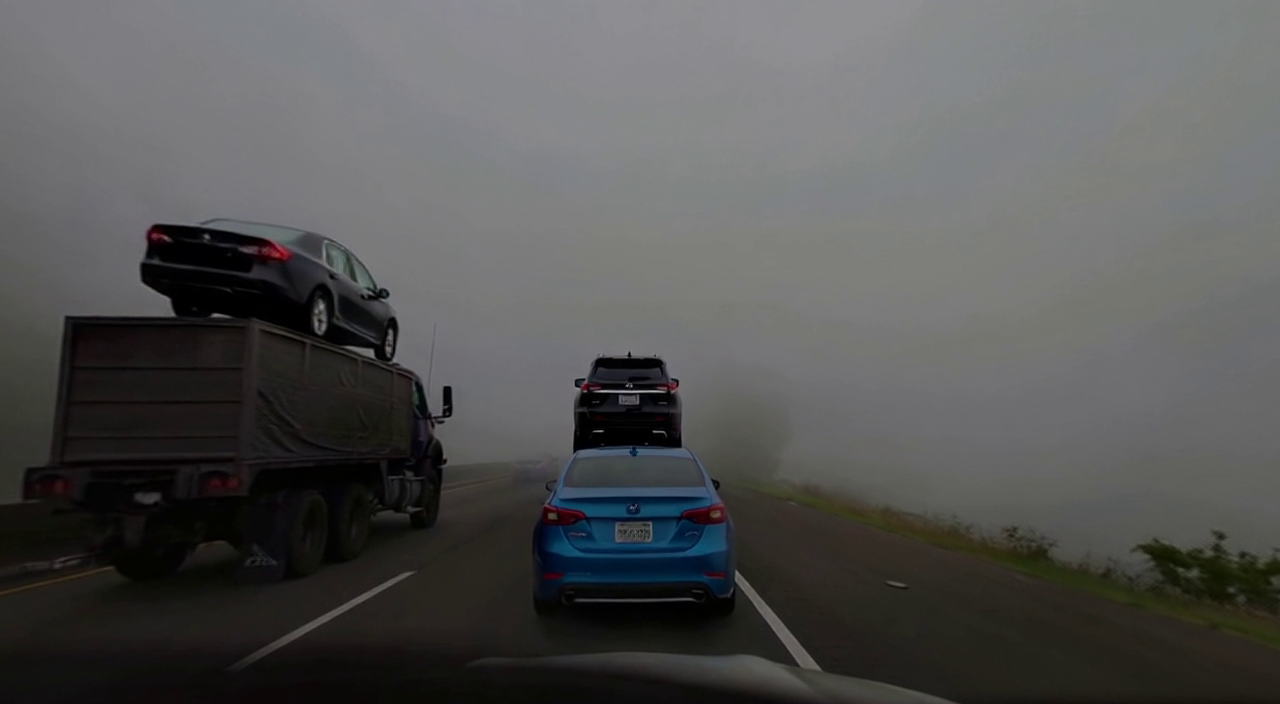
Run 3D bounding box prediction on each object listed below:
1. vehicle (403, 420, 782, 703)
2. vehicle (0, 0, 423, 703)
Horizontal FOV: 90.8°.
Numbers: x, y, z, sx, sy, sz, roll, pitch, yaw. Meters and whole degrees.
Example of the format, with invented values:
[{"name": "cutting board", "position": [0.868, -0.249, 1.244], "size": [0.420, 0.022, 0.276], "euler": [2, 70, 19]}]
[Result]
[{"name": "vehicle", "position": [-0.271, 1.390, 5.108], "size": [1.991, 1.507, 3.391], "euler": [0, -9, -1]}, {"name": "vehicle", "position": [-4.533, -0.269, 1.916], "size": [2.836, 4.059, 14.286], "euler": [0, -9, -1]}]
